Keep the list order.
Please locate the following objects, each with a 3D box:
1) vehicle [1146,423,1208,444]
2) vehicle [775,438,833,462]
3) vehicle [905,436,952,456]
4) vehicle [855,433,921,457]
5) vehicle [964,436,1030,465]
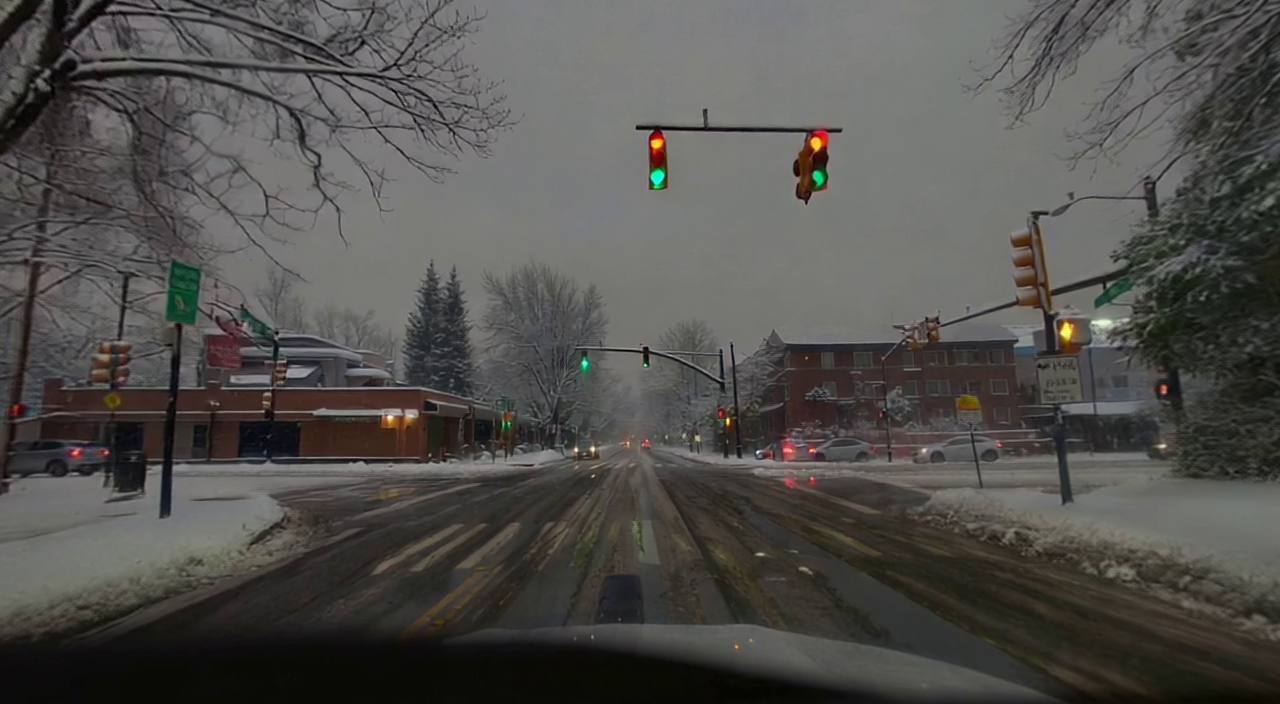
[{"bbox_3d":[40.931,6.244,47.850,1.682,1.422,3.422,-1,-10,0],"label":"vehicle"},{"bbox_3d":[11.090,6.608,42.248,1.955,1.508,4.295,-8,-12,42],"label":"vehicle"},{"bbox_3d":[21.827,7.135,47.498,1.923,1.463,3.758,-1,-9,3],"label":"vehicle"},{"bbox_3d":[16.933,6.325,42.693,4.522,1.546,1.941,6,-11,-34],"label":"vehicle"},{"bbox_3d":[21.019,5.774,37.077,1.851,1.388,3.475,0,-4,-1],"label":"vehicle"}]
